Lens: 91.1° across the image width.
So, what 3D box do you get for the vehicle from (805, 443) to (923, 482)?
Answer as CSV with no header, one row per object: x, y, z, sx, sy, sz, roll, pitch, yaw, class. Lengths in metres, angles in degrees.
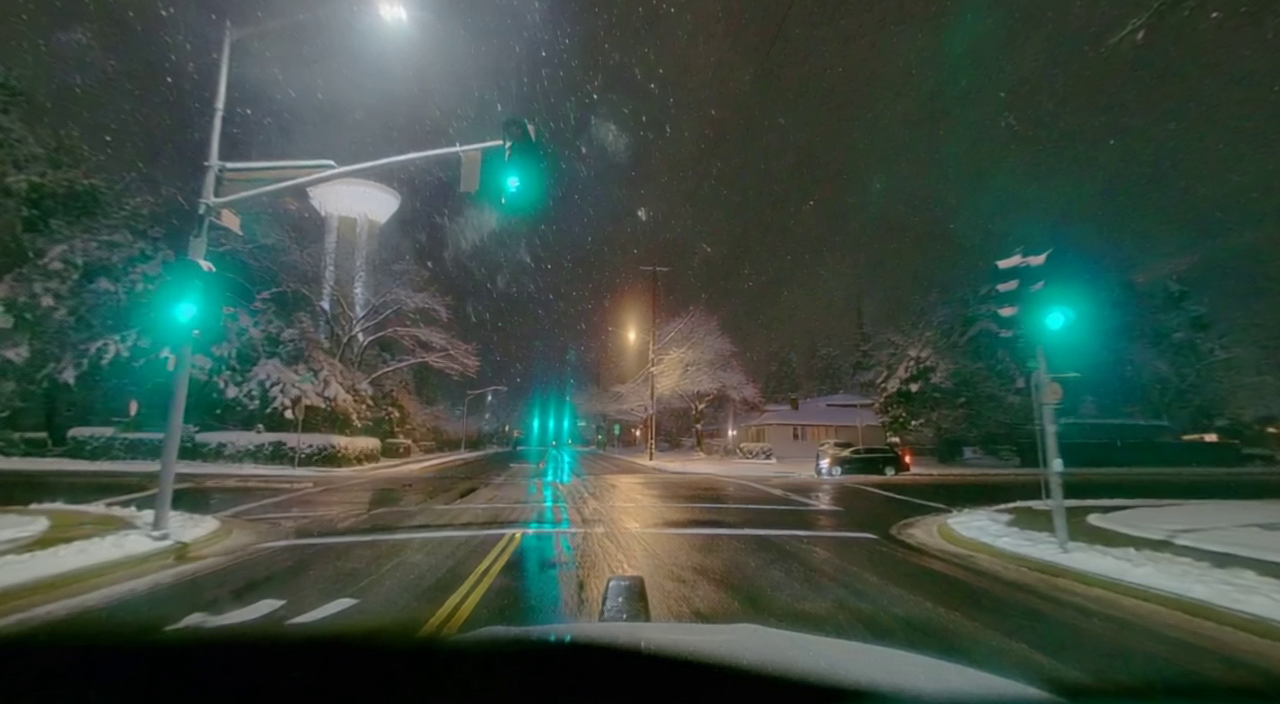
9.764,4.835,27.634,4.448,1.637,1.881,0,-9,0,vehicle

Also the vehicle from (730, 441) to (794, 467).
6.863,5.749,35.493,3.191,1.365,1.458,-5,-9,30,vehicle
